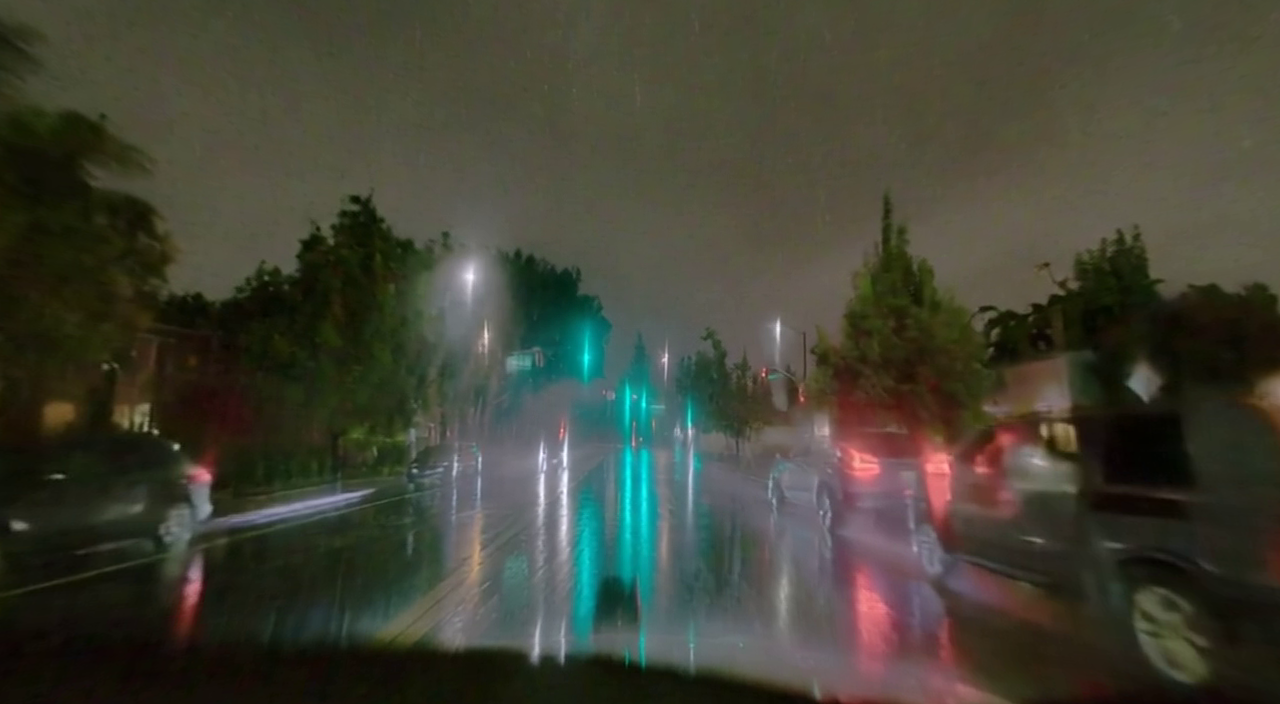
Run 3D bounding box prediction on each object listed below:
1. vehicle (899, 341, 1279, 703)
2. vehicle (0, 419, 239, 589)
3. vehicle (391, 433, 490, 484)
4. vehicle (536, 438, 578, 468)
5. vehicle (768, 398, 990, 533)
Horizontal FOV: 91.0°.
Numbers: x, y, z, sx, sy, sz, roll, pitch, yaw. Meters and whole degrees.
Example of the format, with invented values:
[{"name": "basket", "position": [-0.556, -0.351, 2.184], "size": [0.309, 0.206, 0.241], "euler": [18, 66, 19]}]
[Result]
[{"name": "vehicle", "position": [3.771, 1.129, 4.549], "size": [1.908, 1.788, 4.397], "euler": [1, -8, 0]}, {"name": "vehicle", "position": [-7.594, 1.802, 8.081], "size": [1.994, 1.718, 4.518], "euler": [0, -9, -2]}, {"name": "vehicle", "position": [-7.612, 4.131, 24.691], "size": [2.150, 1.766, 5.483], "euler": [0, -9, -1]}, {"name": "vehicle", "position": [-4.360, 5.368, 33.556], "size": [1.971, 1.497, 4.285], "euler": [1, -9, -4]}, {"name": "vehicle", "position": [3.875, 1.960, 11.281], "size": [2.063, 1.904, 4.531], "euler": [0, -9, -2]}]
